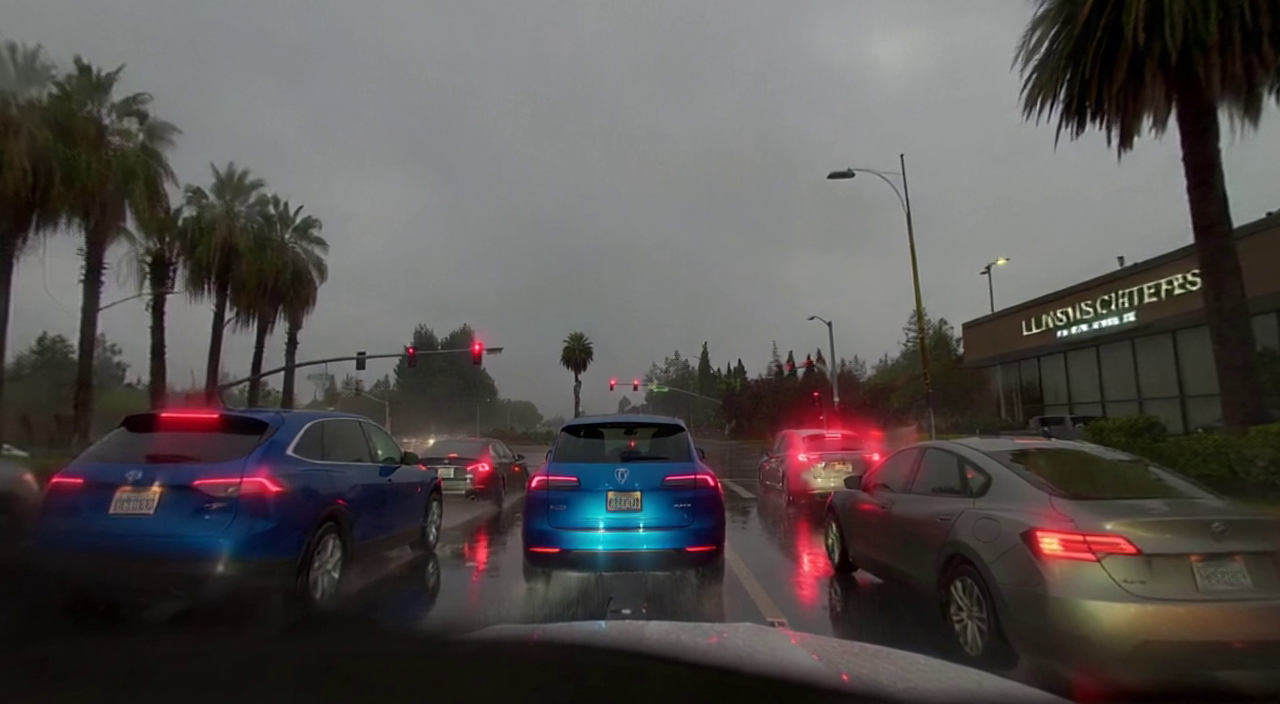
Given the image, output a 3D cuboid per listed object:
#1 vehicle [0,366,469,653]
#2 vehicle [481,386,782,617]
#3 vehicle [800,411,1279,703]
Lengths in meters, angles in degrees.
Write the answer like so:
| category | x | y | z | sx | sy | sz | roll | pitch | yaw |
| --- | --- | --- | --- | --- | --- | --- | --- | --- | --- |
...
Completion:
| category | x | y | z | sx | sy | sz | roll | pitch | yaw |
| --- | --- | --- | --- | --- | --- | --- | --- | --- | --- |
| vehicle | -3.335 | 1.282 | 6.128 | 2.014 | 1.755 | 4.360 | 0 | -8 | 1 |
| vehicle | -0.114 | 1.457 | 7.057 | 2.280 | 1.747 | 4.361 | 0 | -8 | -1 |
| vehicle | 2.974 | 1.367 | 5.244 | 2.017 | 1.491 | 4.611 | 0 | -8 | -1 |
